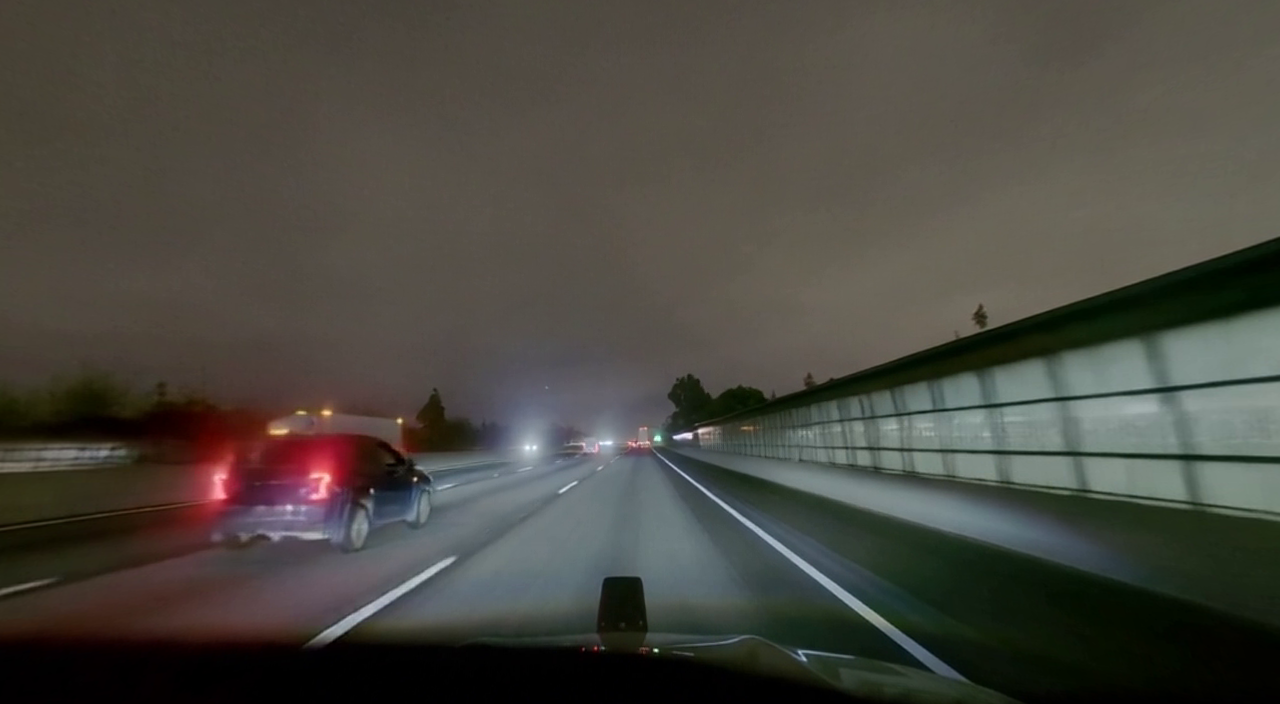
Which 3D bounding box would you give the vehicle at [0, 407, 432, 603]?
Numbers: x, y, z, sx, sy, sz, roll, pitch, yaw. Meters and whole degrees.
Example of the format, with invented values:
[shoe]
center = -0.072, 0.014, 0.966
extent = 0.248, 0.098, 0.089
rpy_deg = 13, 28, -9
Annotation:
[vehicle]
center = -4.184, 1.533, 7.200
extent = 2.059, 1.541, 4.296
rpy_deg = 0, -8, 1
